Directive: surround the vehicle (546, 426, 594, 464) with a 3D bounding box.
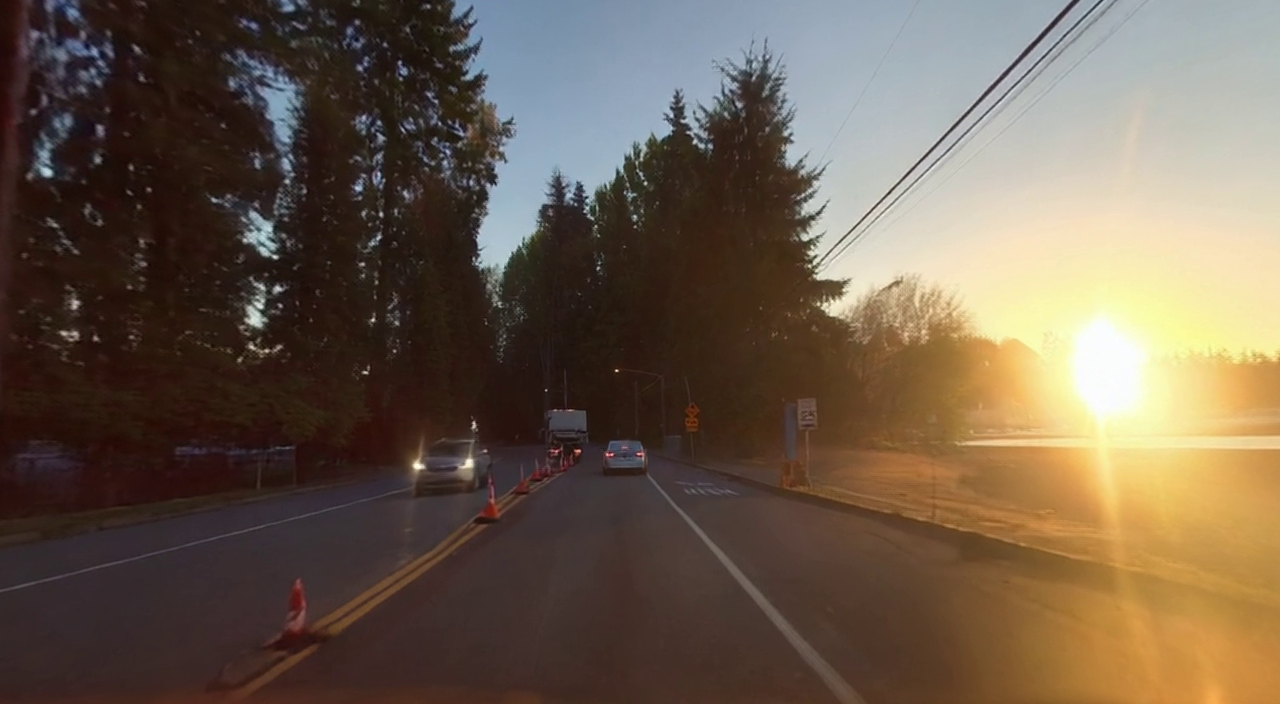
[{"bbox_3d":[-4.219,5.615,38.171,2.671,2.053,6.074,1,-8,-6],"label":"vehicle"}]

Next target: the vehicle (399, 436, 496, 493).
[{"bbox_3d":[-5.623,3.307,19.026,2.019,1.492,4.091,1,-8,-6],"label":"vehicle"}]

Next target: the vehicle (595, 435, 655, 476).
[{"bbox_3d":[-0.609,4.085,25.219,2.186,1.463,4.356,0,-8,-2],"label":"vehicle"}]
